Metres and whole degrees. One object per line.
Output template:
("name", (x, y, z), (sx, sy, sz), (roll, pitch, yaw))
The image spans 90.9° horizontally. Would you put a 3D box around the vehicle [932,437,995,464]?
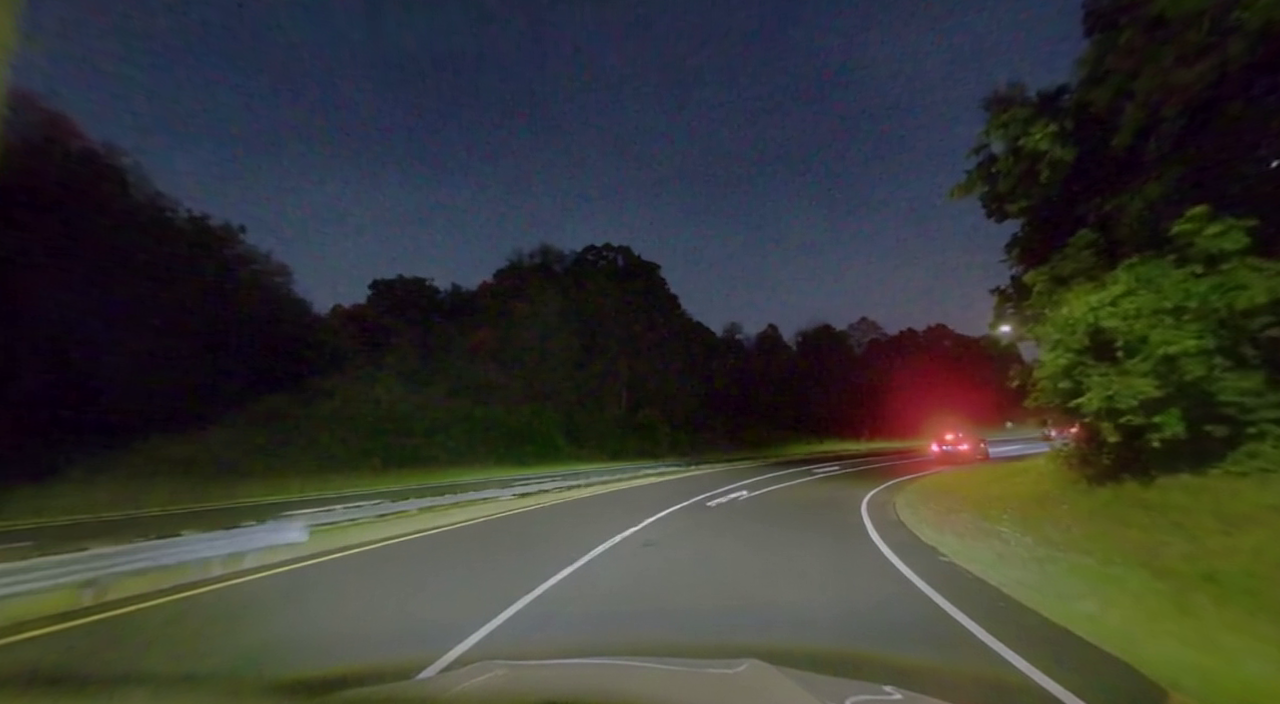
("vehicle", (18.055, 5.479, 35.098), (3.645, 1.427, 1.807), (8, -12, -41))
